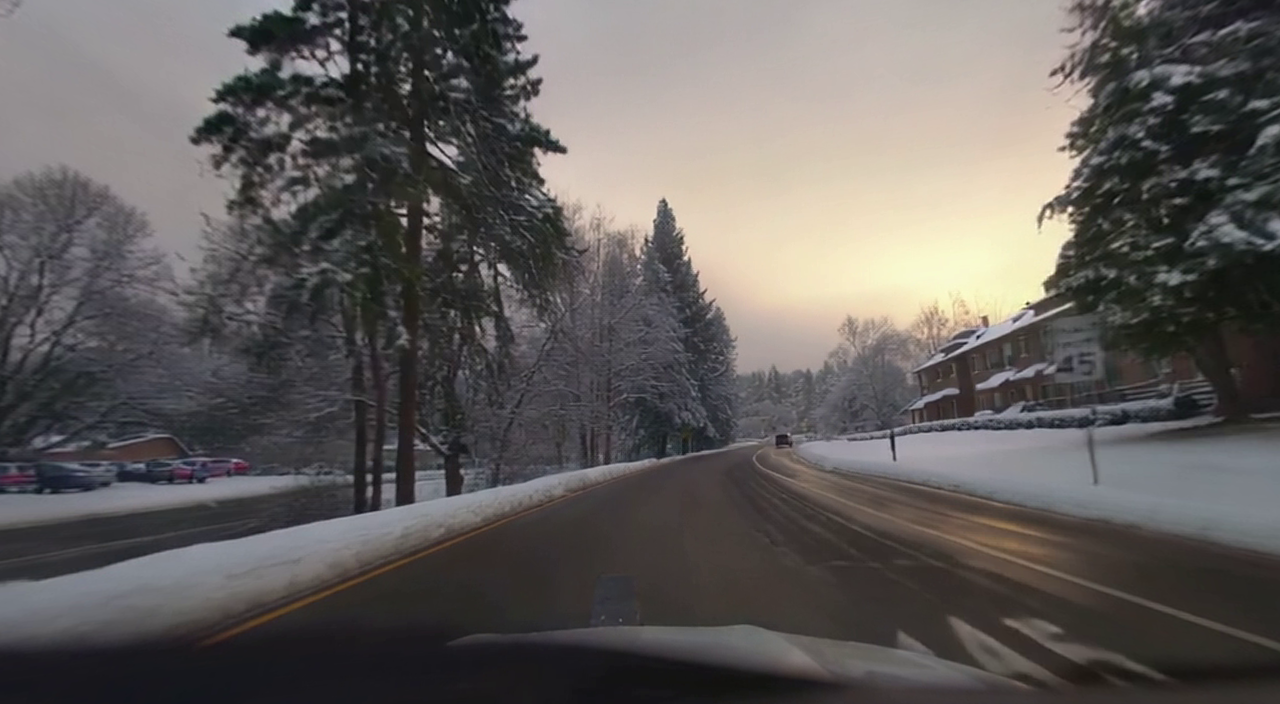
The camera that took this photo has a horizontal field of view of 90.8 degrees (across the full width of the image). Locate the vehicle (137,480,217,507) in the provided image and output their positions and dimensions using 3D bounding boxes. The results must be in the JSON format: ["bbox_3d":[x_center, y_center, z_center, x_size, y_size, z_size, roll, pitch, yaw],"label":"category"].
[{"bbox_3d":[-32.504,9.938,44.553,1.842,1.584,4.567,-6,-11,7],"label":"vehicle"}]

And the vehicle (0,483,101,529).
[{"bbox_3d":[-26.168,6.667,27.160,1.911,1.583,4.279,-8,-10,9],"label":"vehicle"}]
